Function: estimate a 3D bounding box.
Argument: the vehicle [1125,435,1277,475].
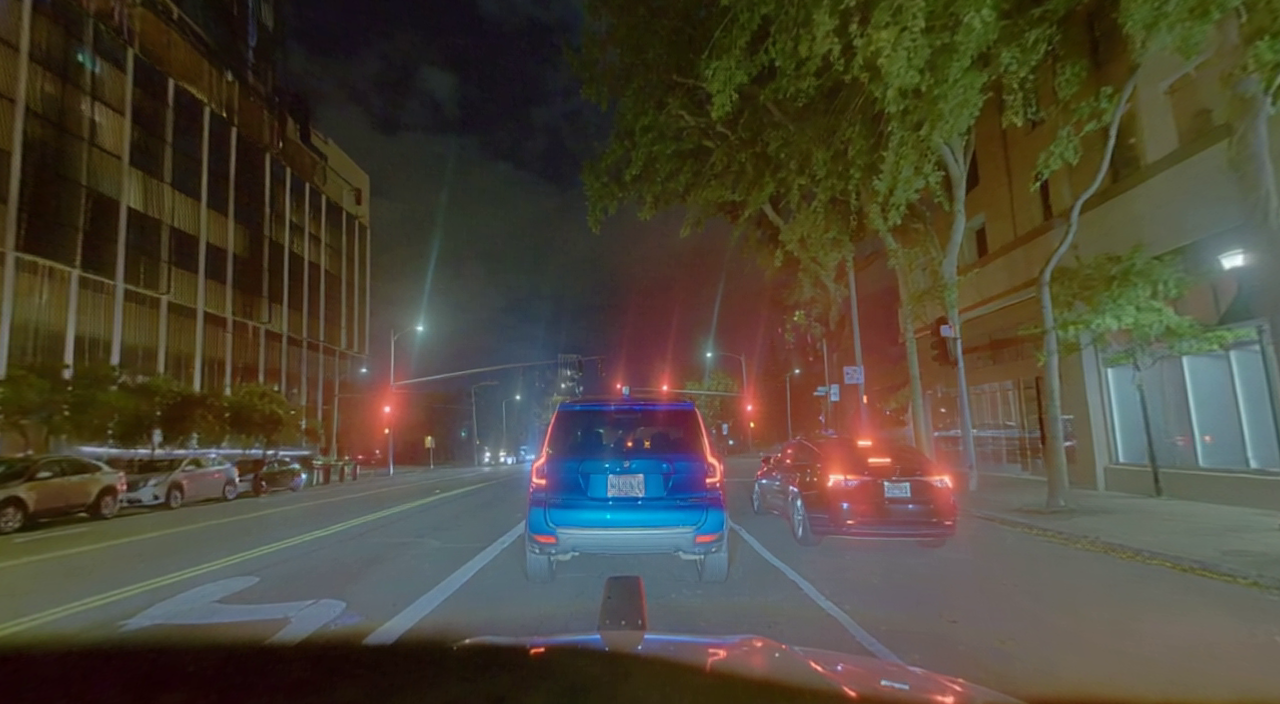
[{"bbox_3d":[22.111,4.057,24.991,4.055,1.469,1.848,-4,-9,26],"label":"vehicle"}]

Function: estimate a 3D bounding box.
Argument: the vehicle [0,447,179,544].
[{"bbox_3d":[-12.547,2.916,13.470,1.891,1.723,4.360,0,-8,1],"label":"vehicle"}]

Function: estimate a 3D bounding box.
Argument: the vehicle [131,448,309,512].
[{"bbox_3d":[-12.466,3.781,19.142,2.207,1.648,4.675,0,-8,-1],"label":"vehicle"}]

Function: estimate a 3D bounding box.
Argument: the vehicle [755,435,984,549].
[{"bbox_3d":[3.288,2.084,10.070,2.056,1.422,4.130,0,-8,-1],"label":"vehicle"}]

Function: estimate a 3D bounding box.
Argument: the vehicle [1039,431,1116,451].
[{"bbox_3d":[34.499,7.054,49.496,5.224,1.515,2.164,3,-9,-18],"label":"vehicle"}]

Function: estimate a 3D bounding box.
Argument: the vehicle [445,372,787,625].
[{"bbox_3d":[-0.163,1.366,6.758,2.453,1.816,4.300,0,-8,0],"label":"vehicle"}]
